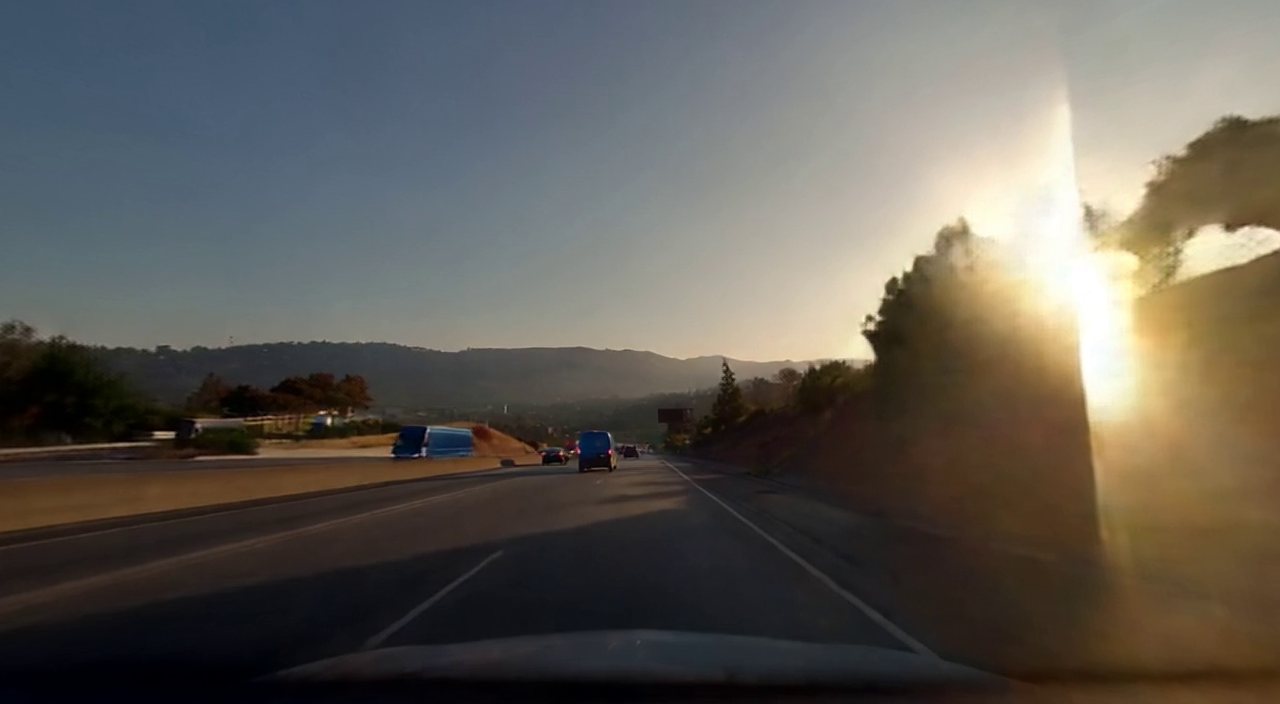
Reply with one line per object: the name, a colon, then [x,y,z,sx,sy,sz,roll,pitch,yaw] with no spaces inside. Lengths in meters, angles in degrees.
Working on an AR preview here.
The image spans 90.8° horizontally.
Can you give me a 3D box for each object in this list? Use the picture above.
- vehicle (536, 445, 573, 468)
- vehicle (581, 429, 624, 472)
vehicle: [-6.541,8.072,48.735,2.164,1.664,4.252,0,-9,1]
vehicle: [-2.387,6.491,41.627,2.437,2.565,5.829,0,-9,0]
